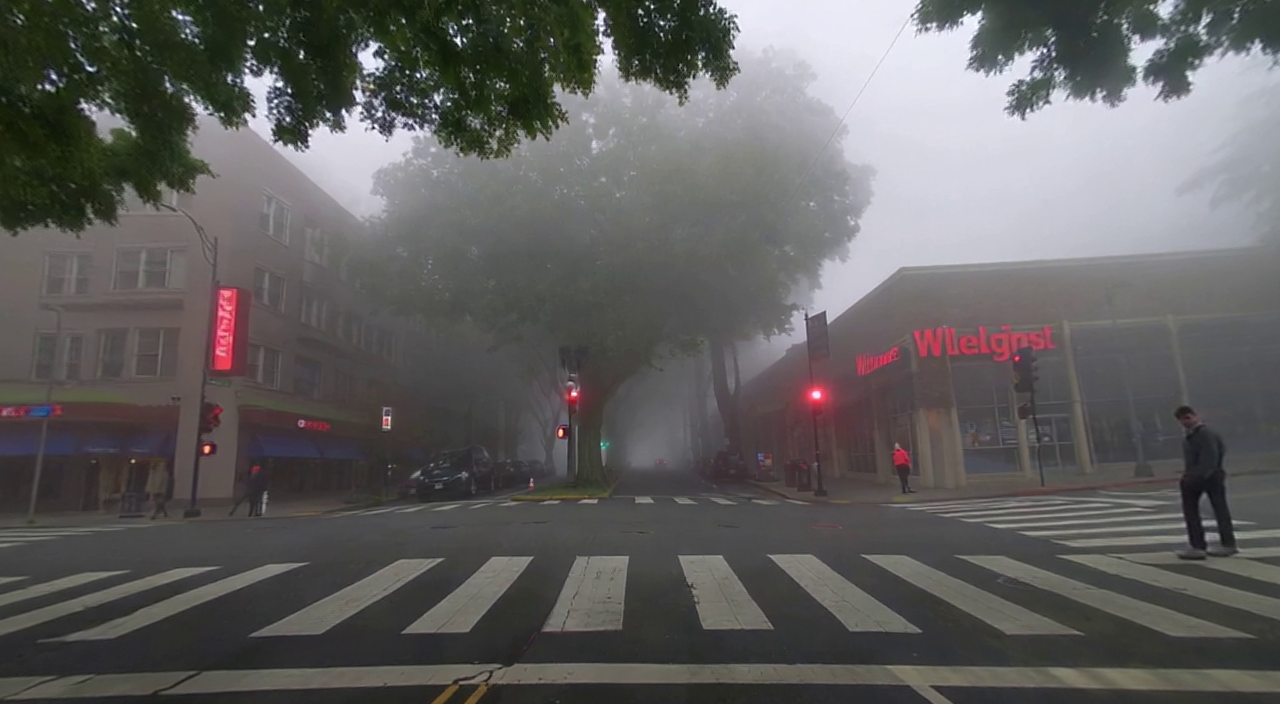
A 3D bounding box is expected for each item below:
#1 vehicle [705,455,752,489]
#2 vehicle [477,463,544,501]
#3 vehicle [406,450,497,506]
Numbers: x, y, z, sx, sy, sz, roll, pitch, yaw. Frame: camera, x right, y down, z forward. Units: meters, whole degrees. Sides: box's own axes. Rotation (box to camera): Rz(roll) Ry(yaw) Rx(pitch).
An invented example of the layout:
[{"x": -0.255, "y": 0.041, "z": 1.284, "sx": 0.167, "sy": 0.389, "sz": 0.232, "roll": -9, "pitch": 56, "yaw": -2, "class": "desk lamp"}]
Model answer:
[{"x": 5.194, "y": 7.103, "z": 37.714, "sx": 2.010, "sy": 1.844, "sz": 4.386, "roll": 0, "pitch": -8, "yaw": -2, "class": "vehicle"}, {"x": -5.757, "y": 5.829, "z": 28.625, "sx": 1.983, "sy": 1.438, "sz": 4.559, "roll": 0, "pitch": -8, "yaw": 1, "class": "vehicle"}, {"x": -8.815, "y": 5.909, "z": 30.309, "sx": 2.489, "sy": 2.323, "sz": 5.843, "roll": 0, "pitch": -8, "yaw": 1, "class": "vehicle"}]
